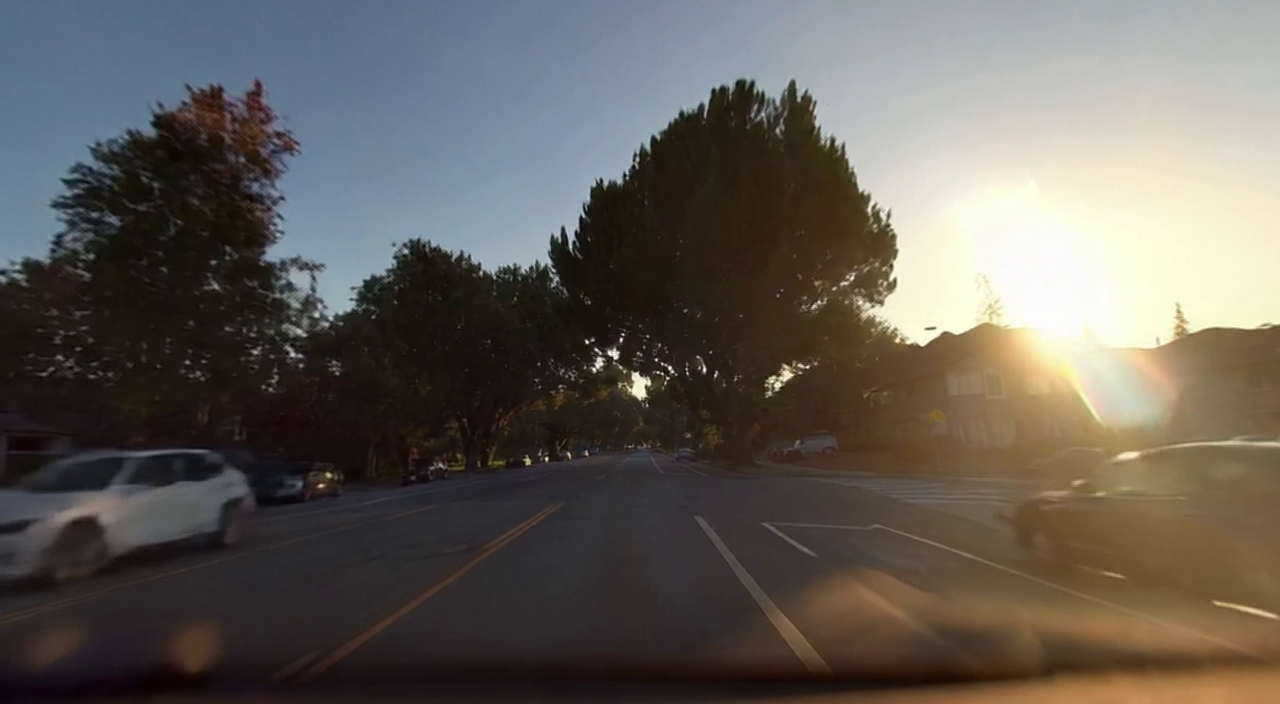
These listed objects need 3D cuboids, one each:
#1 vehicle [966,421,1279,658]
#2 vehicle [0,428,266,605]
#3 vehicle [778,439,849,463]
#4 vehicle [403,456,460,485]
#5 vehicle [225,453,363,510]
[{"bbox_3d":[4.960,1.365,5.218,1.950,1.469,4.625,0,-9,-2],"label":"vehicle"},{"bbox_3d":[-7.406,1.957,8.339,2.092,1.741,4.559,0,-9,0],"label":"vehicle"},{"bbox_3d":[12.933,7.421,47.323,4.696,1.732,1.968,0,-9,0],"label":"vehicle"},{"bbox_3d":[-12.634,7.192,38.581,1.926,1.533,4.557,0,-9,1],"label":"vehicle"},{"bbox_3d":[-12.558,4.684,23.471,2.128,1.768,5.306,0,-9,0],"label":"vehicle"}]
